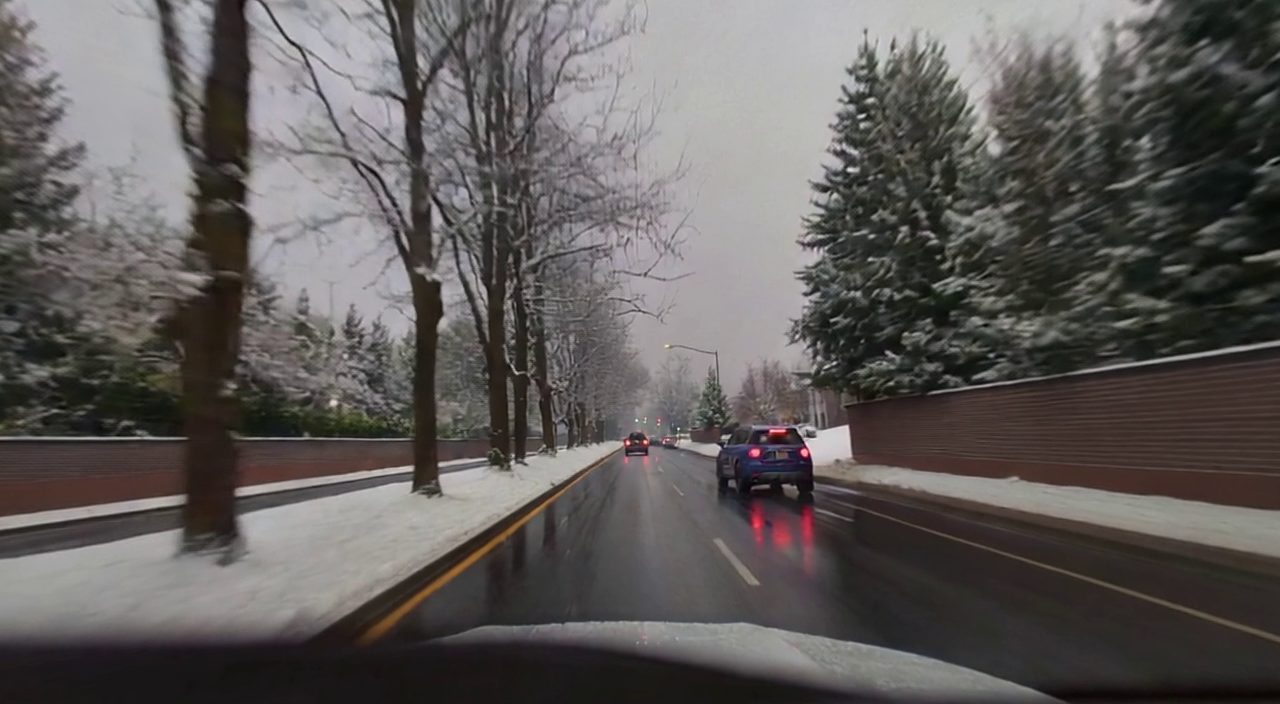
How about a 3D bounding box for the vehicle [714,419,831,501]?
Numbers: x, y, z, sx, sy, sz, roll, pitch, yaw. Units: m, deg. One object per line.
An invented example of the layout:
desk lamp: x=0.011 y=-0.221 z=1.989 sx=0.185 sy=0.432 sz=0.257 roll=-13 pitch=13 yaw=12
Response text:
vehicle: x=3.029 y=2.575 z=15.357 sx=1.840 sy=1.709 sz=4.202 roll=0 pitch=-8 yaw=-2
